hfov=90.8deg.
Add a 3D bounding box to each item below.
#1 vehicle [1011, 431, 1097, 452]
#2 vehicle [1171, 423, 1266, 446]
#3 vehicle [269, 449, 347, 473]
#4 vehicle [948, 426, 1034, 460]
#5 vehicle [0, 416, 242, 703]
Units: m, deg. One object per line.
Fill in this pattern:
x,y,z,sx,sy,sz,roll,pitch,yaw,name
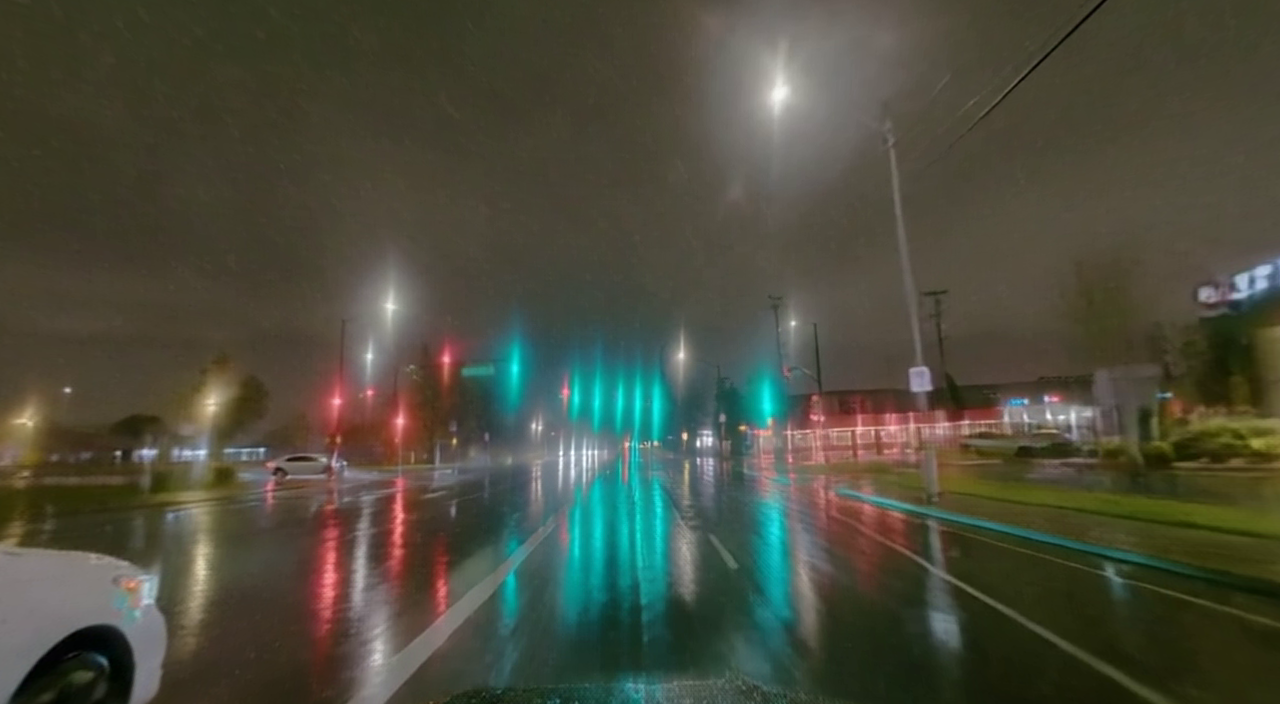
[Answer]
28.568,6.194,43.677,4.663,1.400,1.716,-1,-8,2,vehicle
39.575,5.670,43.283,4.491,1.456,1.844,-1,-9,3,vehicle
-25.159,8.277,48.024,4.727,1.719,2.095,-1,-8,2,vehicle
18.656,4.873,33.843,1.879,1.643,4.484,0,-8,-3,vehicle
-2.910,0.746,0.754,1.874,1.424,4.553,0,-8,1,vehicle
